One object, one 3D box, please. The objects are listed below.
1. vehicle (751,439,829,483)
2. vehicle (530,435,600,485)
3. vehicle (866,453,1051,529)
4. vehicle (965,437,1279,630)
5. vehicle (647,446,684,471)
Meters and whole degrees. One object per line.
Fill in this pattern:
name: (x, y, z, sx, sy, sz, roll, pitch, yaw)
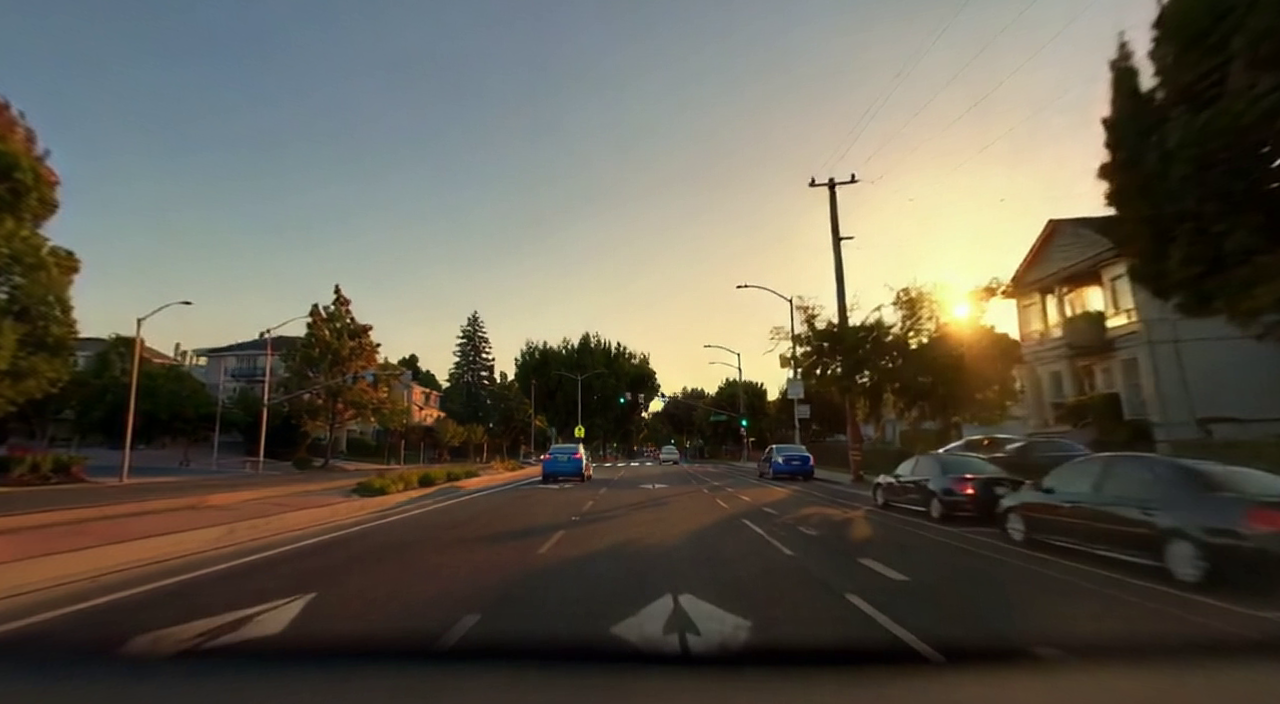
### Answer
vehicle: (6.379, 4.695, 27.438, 2.038, 1.687, 4.985, 0, -9, -2)
vehicle: (-2.853, 4.272, 25.183, 2.150, 1.812, 4.423, 0, -9, 1)
vehicle: (6.209, 2.728, 12.874, 1.784, 1.253, 3.905, 0, -9, 1)
vehicle: (5.983, 1.769, 7.270, 1.871, 1.485, 5.074, 0, -9, 1)
vehicle: (1.512, 6.524, 38.800, 2.075, 1.480, 3.920, 0, -9, 0)
